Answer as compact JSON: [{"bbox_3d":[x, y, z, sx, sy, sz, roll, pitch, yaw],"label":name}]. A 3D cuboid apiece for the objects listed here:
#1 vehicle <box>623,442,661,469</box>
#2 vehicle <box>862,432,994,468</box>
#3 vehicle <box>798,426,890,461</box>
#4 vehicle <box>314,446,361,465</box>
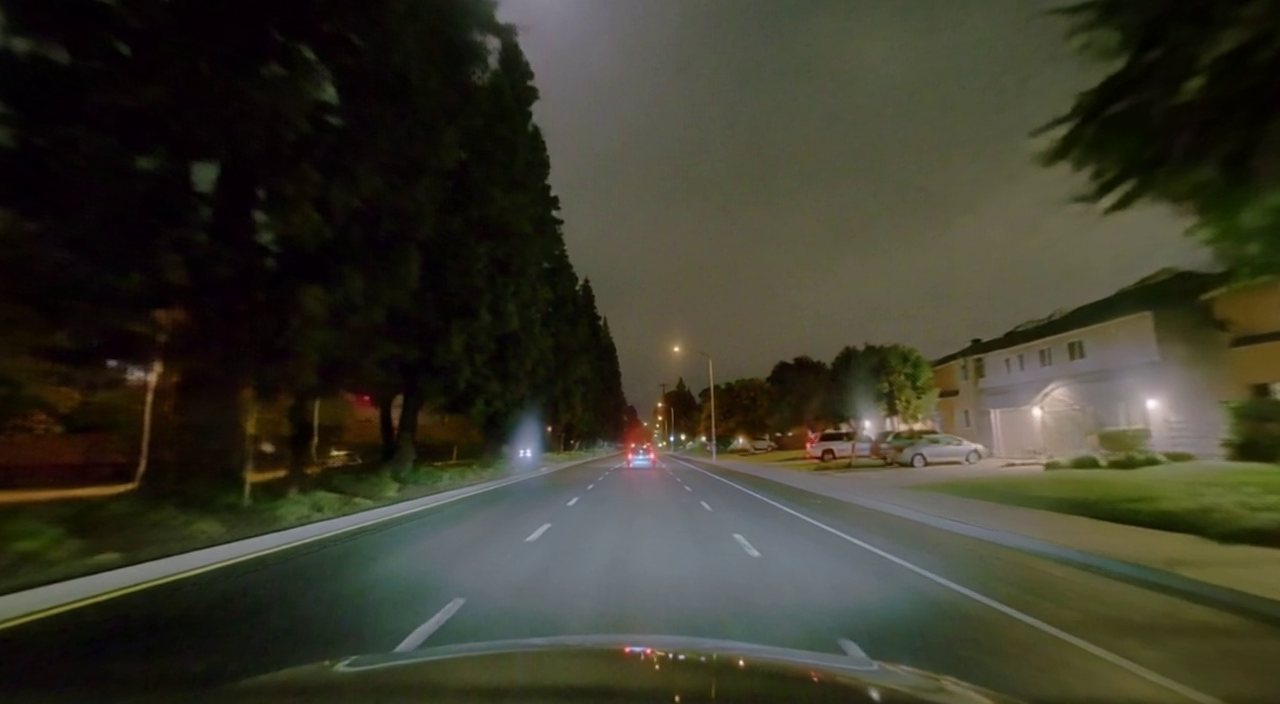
[{"bbox_3d":[0.120,6.025,36.651,2.054,1.456,4.003,0,-8,0],"label":"vehicle"},{"bbox_3d":[12.437,4.252,27.306,4.787,1.494,1.887,0,-8,1],"label":"vehicle"},{"bbox_3d":[12.493,5.665,38.733,4.923,2.019,1.985,0,-9,2],"label":"vehicle"},{"bbox_3d":[-23.933,8.187,49.796,1.892,1.455,3.564,0,-8,1],"label":"vehicle"}]
